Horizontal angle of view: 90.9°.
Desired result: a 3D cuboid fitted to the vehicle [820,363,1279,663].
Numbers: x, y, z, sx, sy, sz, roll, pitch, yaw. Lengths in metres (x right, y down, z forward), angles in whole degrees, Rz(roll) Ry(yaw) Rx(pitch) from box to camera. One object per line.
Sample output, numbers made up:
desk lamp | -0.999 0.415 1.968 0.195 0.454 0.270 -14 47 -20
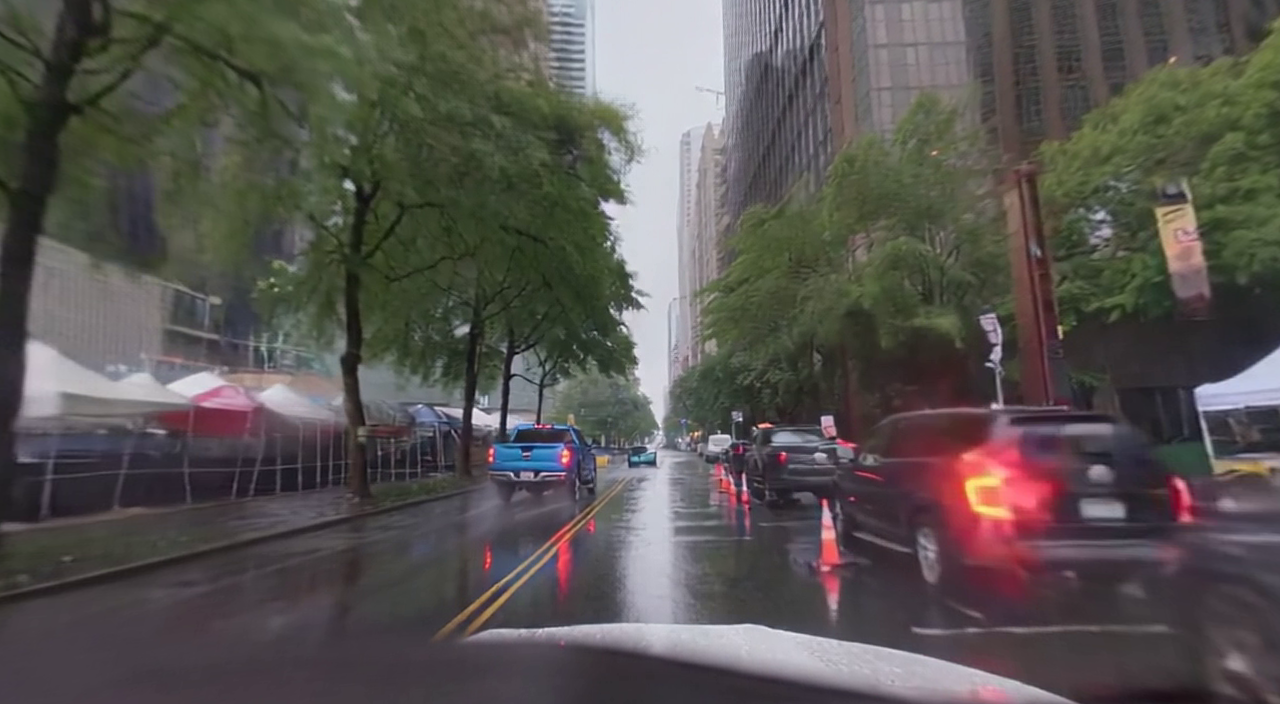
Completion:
vehicle | 3.568 1.375 6.471 2.073 1.887 4.825 -1 -9 1

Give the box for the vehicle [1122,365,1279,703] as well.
vehicle | 3.278 0.642 0.962 2.023 1.607 4.225 -1 -9 6

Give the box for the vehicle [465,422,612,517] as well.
vehicle | -2.261 2.891 16.079 2.452 1.954 5.653 -1 -9 4
